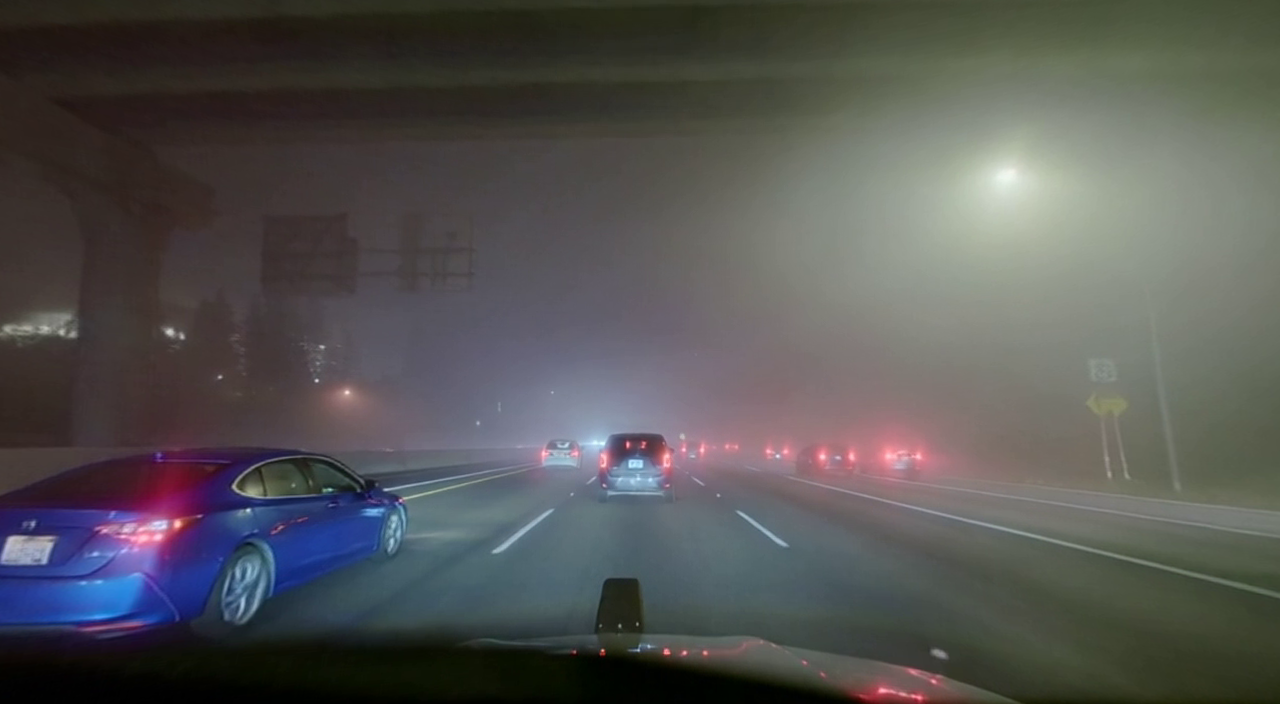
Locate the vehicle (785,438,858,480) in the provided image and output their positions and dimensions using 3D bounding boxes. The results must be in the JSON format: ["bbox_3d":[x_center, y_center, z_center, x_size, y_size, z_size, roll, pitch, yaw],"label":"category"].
[{"bbox_3d":[7.325,4.341,25.738,1.880,1.526,3.641,0,-9,0],"label":"vehicle"}]

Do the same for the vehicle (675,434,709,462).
[{"bbox_3d":[3.738,6.973,45.735,2.069,1.876,4.447,0,-9,0],"label":"vehicle"}]

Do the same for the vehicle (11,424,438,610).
[{"bbox_3d":[-4.087,1.675,7.369,1.974,1.478,4.412,0,-9,0],"label":"vehicle"}]

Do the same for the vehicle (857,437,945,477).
[{"bbox_3d":[11.504,4.661,28.129,1.992,1.625,4.359,1,-9,-1],"label":"vehicle"}]

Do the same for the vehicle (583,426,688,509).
[{"bbox_3d":[-0.089,2.719,15.200,2.181,1.697,4.021,0,-9,0],"label":"vehicle"}]

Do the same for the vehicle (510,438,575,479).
[{"bbox_3d":[-3.953,4.391,26.162,1.947,1.516,4.295,0,-9,1],"label":"vehicle"}]
